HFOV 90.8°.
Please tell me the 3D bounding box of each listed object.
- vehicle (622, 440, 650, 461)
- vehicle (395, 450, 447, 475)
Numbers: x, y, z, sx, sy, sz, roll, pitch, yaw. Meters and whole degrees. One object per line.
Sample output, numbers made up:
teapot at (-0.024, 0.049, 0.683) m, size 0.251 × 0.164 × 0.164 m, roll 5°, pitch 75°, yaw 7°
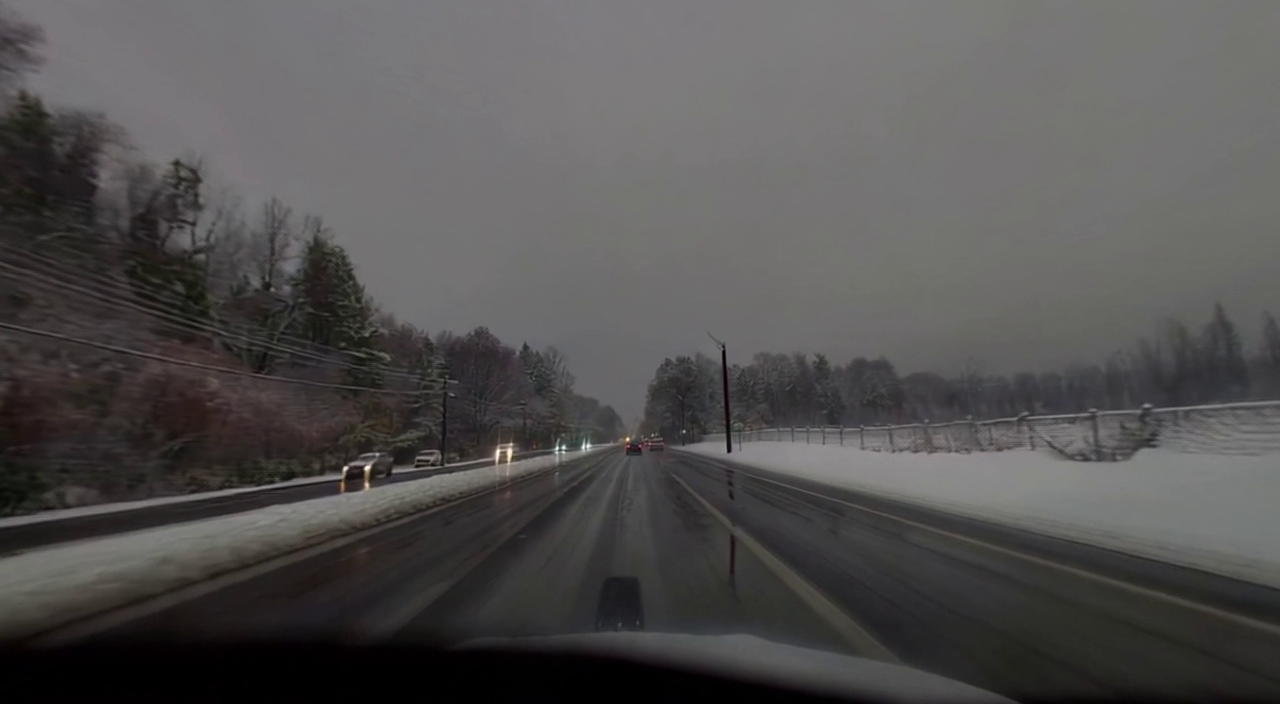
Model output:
vehicle at (-0.350, 7.469, 47.959) m, size 1.984 × 1.439 × 4.171 m, roll 0°, pitch -8°, yaw -1°
vehicle at (-14.689, 7.426, 42.574) m, size 1.959 × 1.489 × 4.550 m, roll -2°, pitch -9°, yaw -1°
